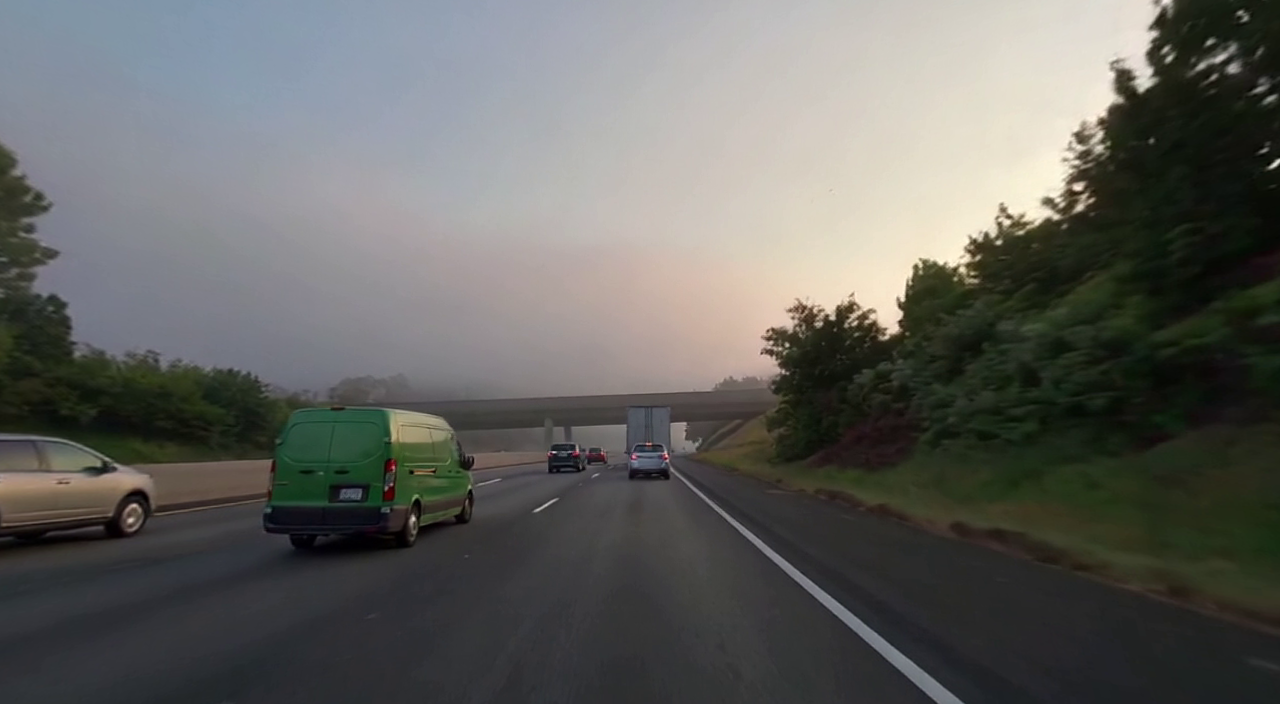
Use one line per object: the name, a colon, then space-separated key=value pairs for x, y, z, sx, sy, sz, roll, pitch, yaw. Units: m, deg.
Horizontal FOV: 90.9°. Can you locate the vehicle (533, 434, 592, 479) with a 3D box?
vehicle: x=-3.433 y=4.733 z=28.754 sx=2.068 sy=1.862 sz=4.234 roll=0 pitch=-9 yaw=1

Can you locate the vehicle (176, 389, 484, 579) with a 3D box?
vehicle: x=-3.580 y=1.609 z=8.311 sx=1.951 sy=1.882 sz=3.979 roll=0 pitch=-9 yaw=1

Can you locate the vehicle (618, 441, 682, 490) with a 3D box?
vehicle: x=0.317 y=3.829 z=21.549 sx=1.991 sy=1.507 sz=3.391 roll=0 pitch=-9 yaw=0

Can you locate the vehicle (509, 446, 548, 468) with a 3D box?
vehicle: x=-7.772 y=7.326 z=44.112 sx=1.886 sy=1.414 sz=4.028 roll=0 pitch=-9 yaw=1

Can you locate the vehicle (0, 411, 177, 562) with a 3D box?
vehicle: x=-8.250 y=1.586 z=7.551 sx=2.093 sy=1.675 sz=4.233 roll=0 pitch=-9 yaw=0
